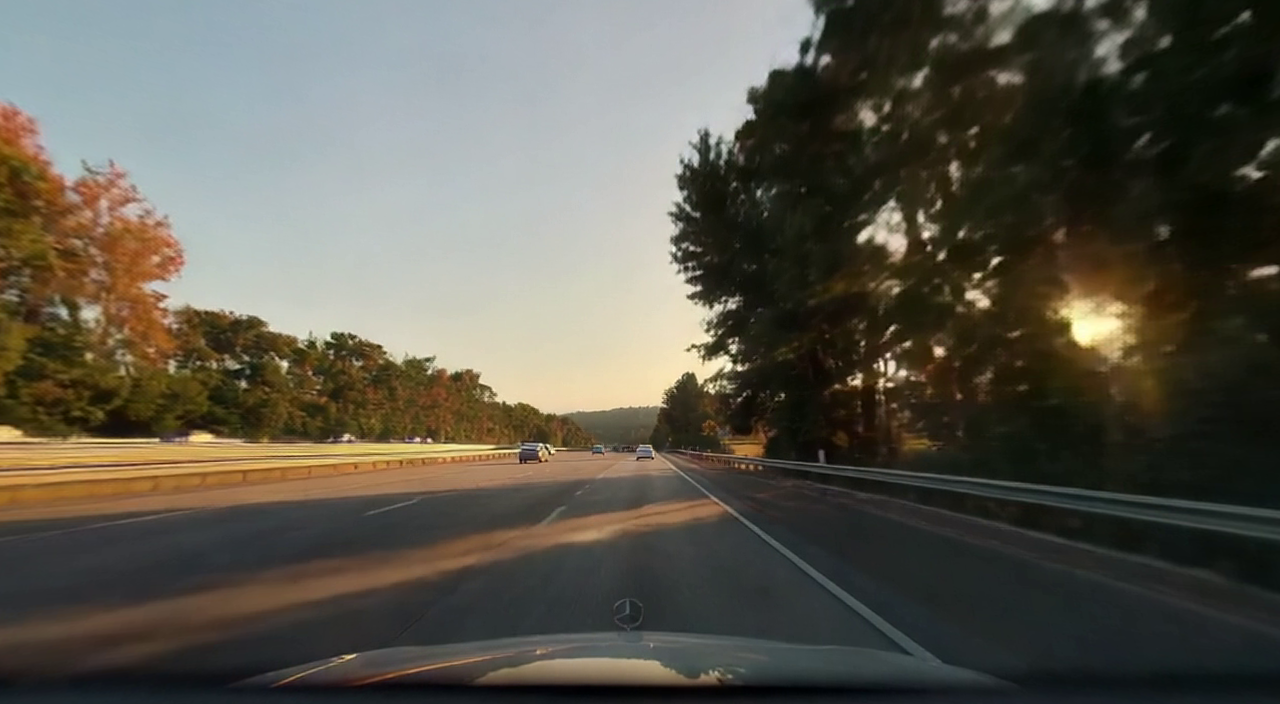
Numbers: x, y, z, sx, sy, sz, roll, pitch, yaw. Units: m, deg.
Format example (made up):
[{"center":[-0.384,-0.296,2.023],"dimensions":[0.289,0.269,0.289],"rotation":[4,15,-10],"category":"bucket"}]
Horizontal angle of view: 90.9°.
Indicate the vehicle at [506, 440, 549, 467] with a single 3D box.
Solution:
[{"center":[-7.190,6.523,40.647],"dimensions":[1.972,1.603,3.891],"rotation":[0,-8,1],"category":"vehicle"}]
